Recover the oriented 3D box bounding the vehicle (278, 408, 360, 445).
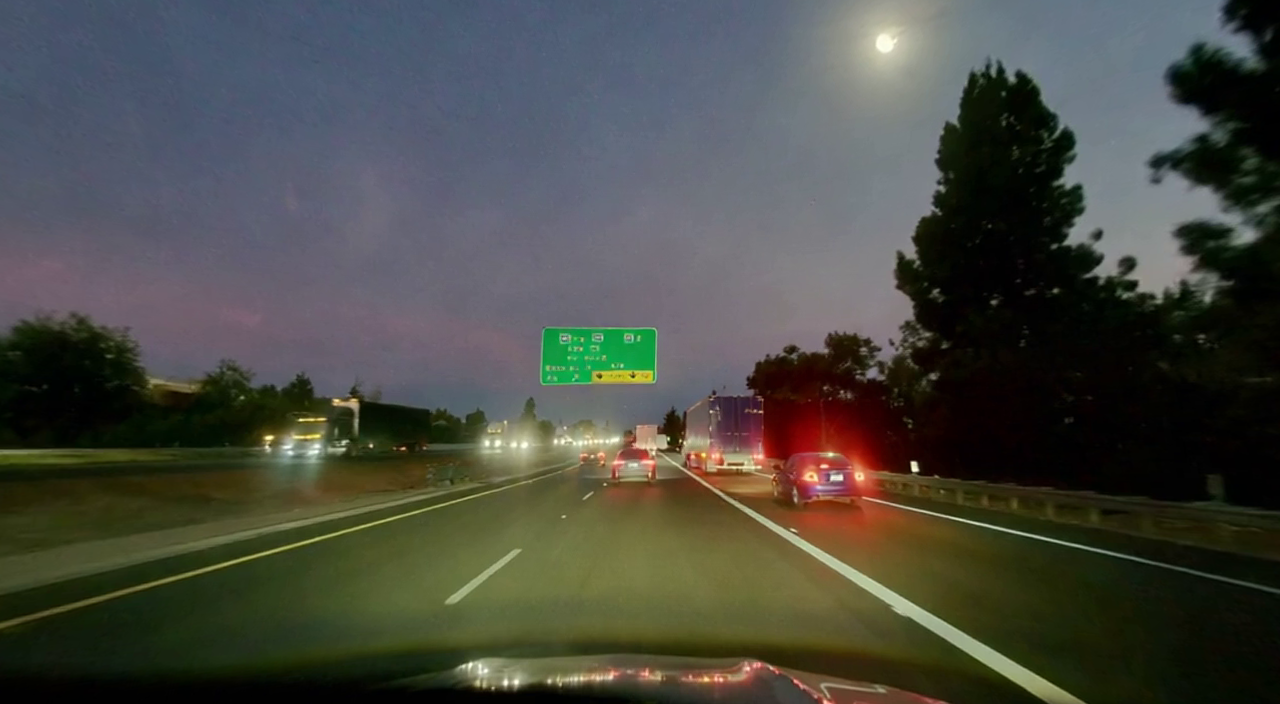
[{"bbox_3d":[-20.039,4.743,39.663,2.268,2.025,5.234,-1,-10,1],"label":"vehicle"}]

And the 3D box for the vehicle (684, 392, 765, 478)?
[{"bbox_3d":[4.495,5.013,36.933,2.877,4.035,13.897,0,-9,0],"label":"vehicle"}]

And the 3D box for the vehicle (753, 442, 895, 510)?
[{"bbox_3d":[4.186,2.903,15.191,2.037,1.377,4.407,0,-9,-1],"label":"vehicle"}]

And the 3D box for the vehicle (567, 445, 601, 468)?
[{"bbox_3d":[-3.762,7.150,43.300,1.913,1.444,4.360,0,-9,0],"label":"vehicle"}]

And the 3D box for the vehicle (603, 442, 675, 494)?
[{"bbox_3d":[-0.033,3.718,20.523,2.089,1.516,4.191,0,-9,0],"label":"vehicle"}]

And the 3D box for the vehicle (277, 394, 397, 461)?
[{"bbox_3d":[-19.894,5.259,42.398,2.933,3.979,10.057,0,-9,0],"label":"vehicle"}]
